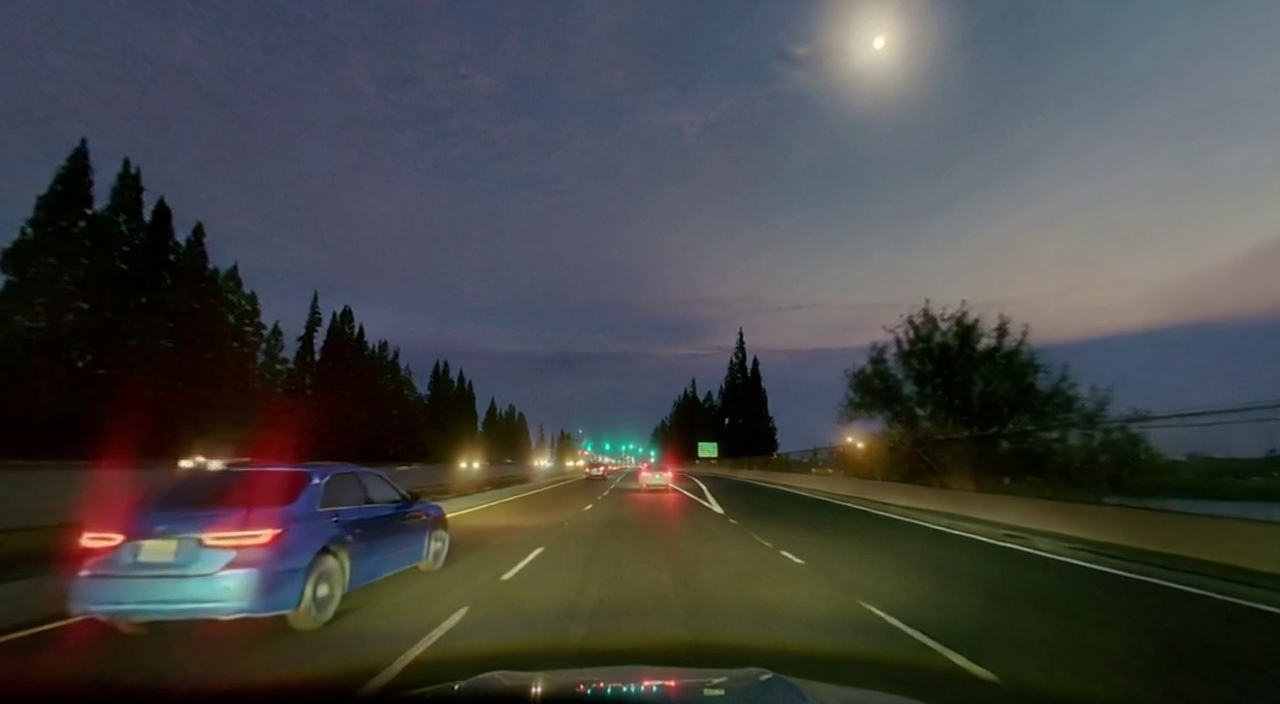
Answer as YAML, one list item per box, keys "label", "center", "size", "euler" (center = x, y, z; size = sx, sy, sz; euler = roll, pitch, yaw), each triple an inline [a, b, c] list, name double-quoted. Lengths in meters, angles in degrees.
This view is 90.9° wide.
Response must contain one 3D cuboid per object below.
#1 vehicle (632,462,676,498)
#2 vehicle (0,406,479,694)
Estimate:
- label: "vehicle"
  center: [0.620, 6.004, 29.627]
  size: [1.905, 1.559, 3.491]
  euler: [1, -11, -1]
- label: "vehicle"
  center: [-3.333, 1.607, 6.175]
  size: [2.176, 1.678, 4.724]
  euler: [0, -11, 1]
